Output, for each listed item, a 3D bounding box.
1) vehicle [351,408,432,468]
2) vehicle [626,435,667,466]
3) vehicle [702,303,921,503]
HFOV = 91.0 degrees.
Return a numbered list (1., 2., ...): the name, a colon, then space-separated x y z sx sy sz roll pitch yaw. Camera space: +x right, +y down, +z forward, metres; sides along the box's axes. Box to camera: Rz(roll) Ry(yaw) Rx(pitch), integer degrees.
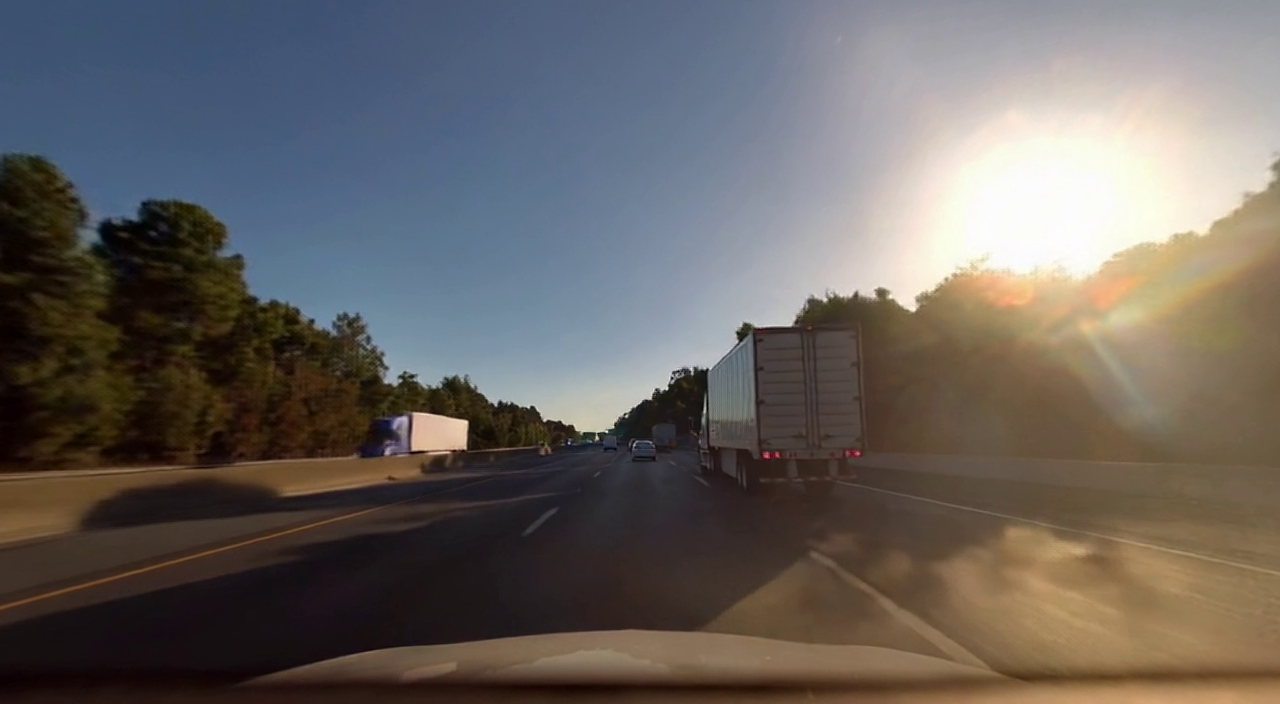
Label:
1. vehicle: -18.794 6.625 48.246 3.210 4.212 7.175 0 -8 0
2. vehicle: 0.416 5.572 35.762 2.139 1.607 4.034 -1 -8 3
3. vehicle: 4.210 1.997 20.067 3.005 4.131 14.221 0 -8 0
